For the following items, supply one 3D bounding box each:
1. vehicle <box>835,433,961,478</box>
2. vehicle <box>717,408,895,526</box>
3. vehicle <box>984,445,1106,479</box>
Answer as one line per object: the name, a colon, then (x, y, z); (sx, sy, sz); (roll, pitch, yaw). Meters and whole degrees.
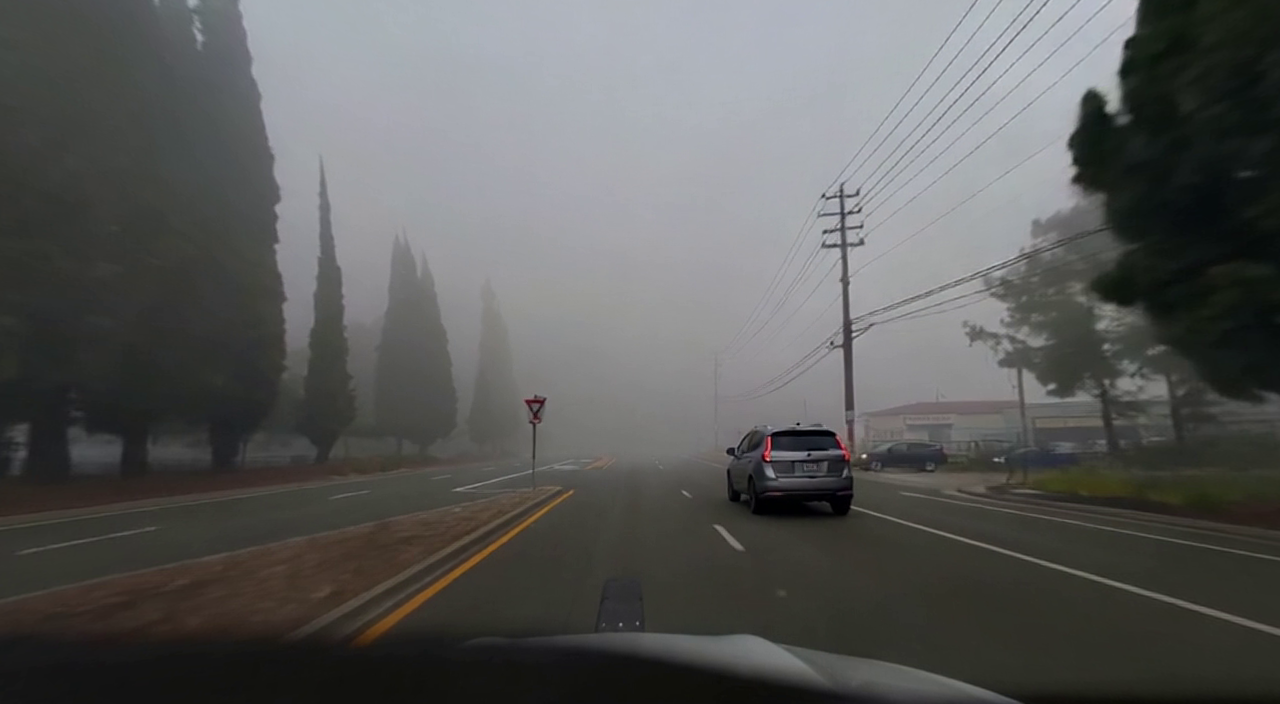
vehicle: (11.716, 4.740, 28.947); (4.801, 1.802, 2.022); (-2, -9, -2)
vehicle: (2.888, 2.147, 12.300); (2.060, 1.820, 4.713); (0, -8, -1)
vehicle: (18.545, 5.037, 29.094); (4.208, 1.434, 2.021); (0, -8, 0)
